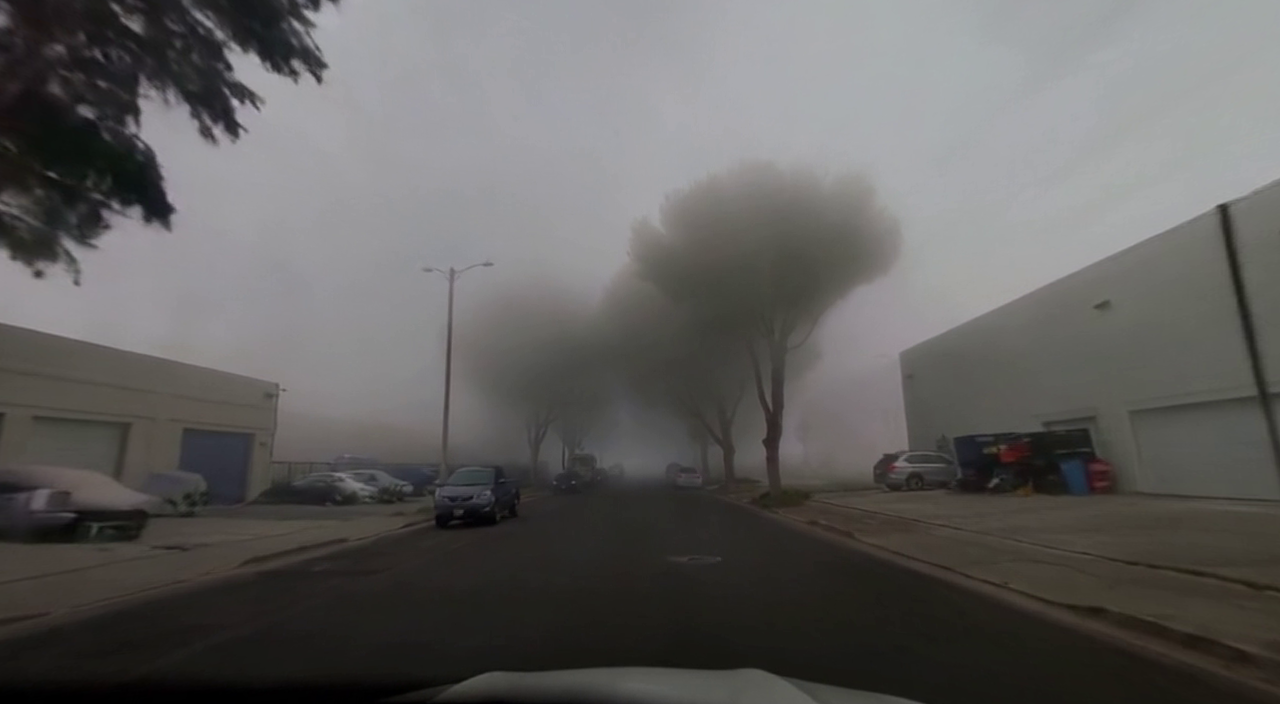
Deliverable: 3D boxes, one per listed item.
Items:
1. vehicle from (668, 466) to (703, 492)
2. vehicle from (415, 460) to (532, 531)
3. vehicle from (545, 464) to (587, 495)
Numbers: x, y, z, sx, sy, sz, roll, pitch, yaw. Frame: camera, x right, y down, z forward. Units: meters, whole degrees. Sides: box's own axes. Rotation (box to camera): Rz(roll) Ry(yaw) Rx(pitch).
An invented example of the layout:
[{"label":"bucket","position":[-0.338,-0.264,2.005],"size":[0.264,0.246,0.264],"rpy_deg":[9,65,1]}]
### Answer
[{"label":"vehicle","position":[2.705,7.728,38.450],"size":[1.819,1.446,3.909],"rpy_deg":[1,-11,0]},{"label":"vehicle","position":[-4.382,3.844,17.409],"size":[1.927,1.580,4.556],"rpy_deg":[-1,-9,1]},{"label":"vehicle","position":[-4.127,7.192,35.709],"size":[1.835,1.625,3.674],"rpy_deg":[0,-11,1]}]
